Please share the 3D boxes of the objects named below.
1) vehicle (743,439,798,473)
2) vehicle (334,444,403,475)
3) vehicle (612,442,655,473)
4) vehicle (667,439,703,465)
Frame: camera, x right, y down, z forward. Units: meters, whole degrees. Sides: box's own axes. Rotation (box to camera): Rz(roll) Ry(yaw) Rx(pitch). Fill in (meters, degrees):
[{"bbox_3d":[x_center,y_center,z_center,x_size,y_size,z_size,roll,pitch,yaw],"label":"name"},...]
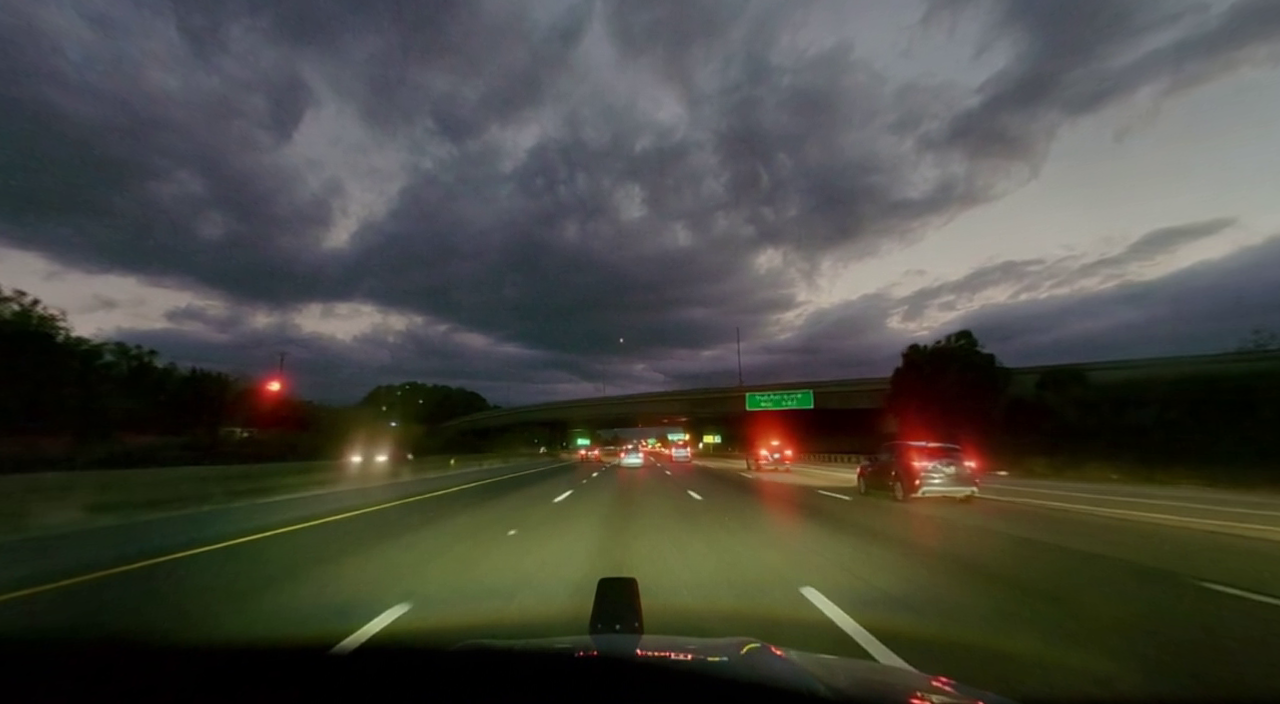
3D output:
[{"bbox_3d":[6.669,5.345,32.643,1.936,1.625,3.991,0,-8,-1],"label":"vehicle"},{"bbox_3d":[-14.412,5.695,33.818,1.837,1.527,4.169,0,-8,0],"label":"vehicle"},{"bbox_3d":[-0.325,5.417,32.630,2.075,1.486,4.007,0,-8,0],"label":"vehicle"},{"bbox_3d":[3.274,7.388,46.845,2.177,1.831,4.766,0,-8,-2],"label":"vehicle"}]
